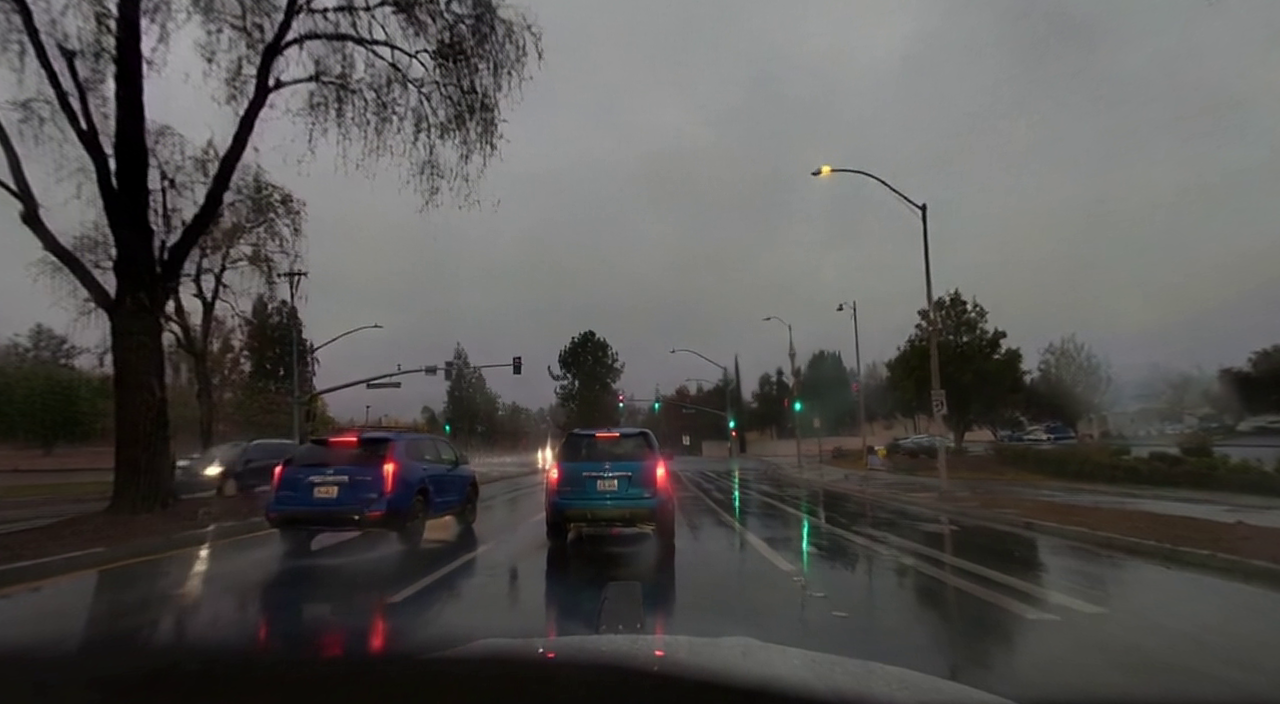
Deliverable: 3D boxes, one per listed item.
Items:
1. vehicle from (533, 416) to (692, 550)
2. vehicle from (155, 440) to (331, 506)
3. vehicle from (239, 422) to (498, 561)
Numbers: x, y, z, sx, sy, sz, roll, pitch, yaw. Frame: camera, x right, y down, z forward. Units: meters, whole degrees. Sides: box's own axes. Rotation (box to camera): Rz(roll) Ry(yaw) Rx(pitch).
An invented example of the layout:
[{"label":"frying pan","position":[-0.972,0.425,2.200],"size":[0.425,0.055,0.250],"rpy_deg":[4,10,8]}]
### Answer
[{"label":"vehicle","position":[-0.330,2.145,11.103],"size":[2.131,1.793,5.016],"rpy_deg":[0,-8,1]},{"label":"vehicle","position":[-11.216,3.420,18.365],"size":[2.070,1.635,4.559],"rpy_deg":[0,-8,1]},{"label":"vehicle","position":[-3.823,2.038,9.988],"size":[2.009,1.673,4.454],"rpy_deg":[0,-8,2]}]
